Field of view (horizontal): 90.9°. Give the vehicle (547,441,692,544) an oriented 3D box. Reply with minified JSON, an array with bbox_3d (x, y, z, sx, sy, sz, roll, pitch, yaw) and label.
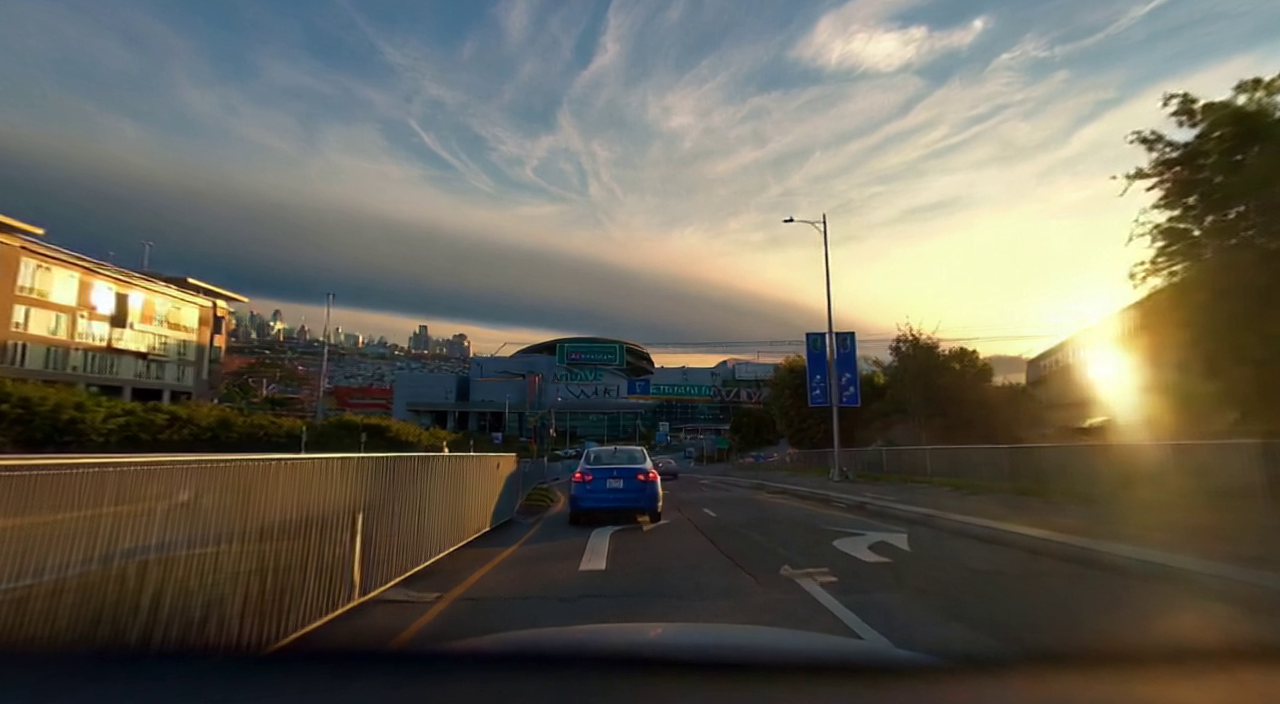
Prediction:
[{"bbox_3d":[-0.329,2.318,11.025,2.063,1.442,3.933,0,-9,-1],"label":"vehicle"}]
